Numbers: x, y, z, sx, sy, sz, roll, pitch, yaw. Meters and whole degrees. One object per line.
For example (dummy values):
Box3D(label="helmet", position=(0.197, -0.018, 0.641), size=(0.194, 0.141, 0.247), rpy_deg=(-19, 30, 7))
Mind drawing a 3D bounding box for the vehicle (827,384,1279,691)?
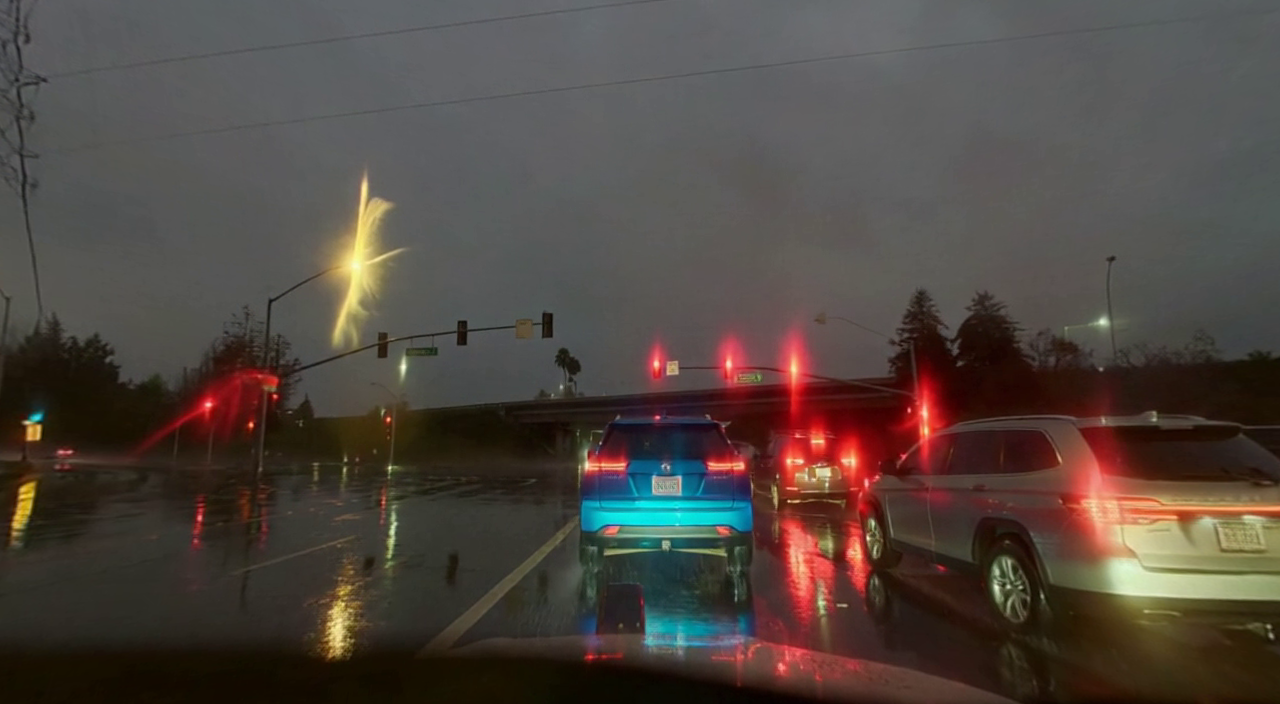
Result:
Box3D(label="vehicle", position=(3.406, 1.339, 5.790), size=(1.990, 1.649, 4.625), rpy_deg=(0, -8, 1))

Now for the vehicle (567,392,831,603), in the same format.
Box3D(label="vehicle", position=(0.451, 1.552, 7.612), size=(2.240, 1.778, 4.335), rpy_deg=(0, -8, -1))
